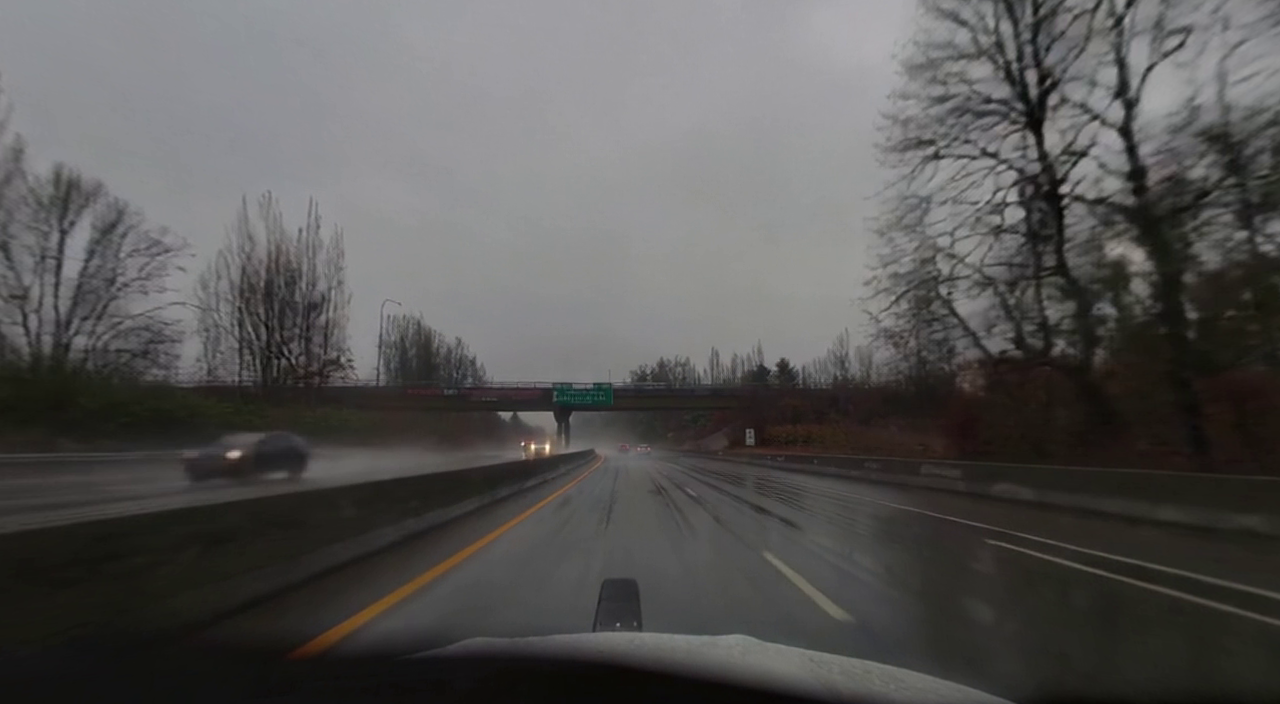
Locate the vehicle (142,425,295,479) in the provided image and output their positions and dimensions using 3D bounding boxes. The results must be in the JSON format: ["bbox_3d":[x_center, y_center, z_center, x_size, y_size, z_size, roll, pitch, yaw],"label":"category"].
[{"bbox_3d":[-12.680,3.063,19.247,1.890,1.476,4.050,0,-9,-1],"label":"vehicle"}]
